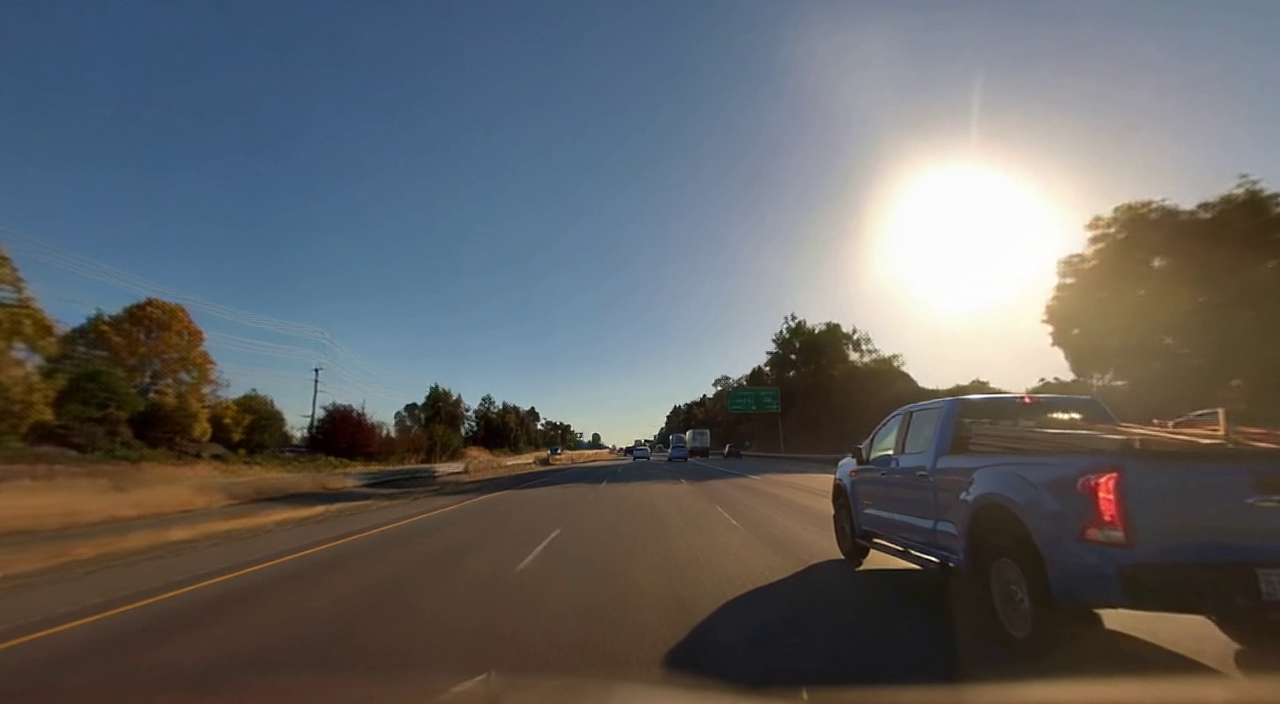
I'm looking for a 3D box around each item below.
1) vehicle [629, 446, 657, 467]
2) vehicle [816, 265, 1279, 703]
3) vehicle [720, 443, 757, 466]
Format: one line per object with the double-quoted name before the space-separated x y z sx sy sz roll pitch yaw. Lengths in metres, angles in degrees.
"vehicle" 0.238 7.820 47.343 2.030 1.473 3.926 0 -9 0
"vehicle" 3.518 1.053 5.442 2.354 2.079 5.586 0 -9 0
"vehicle" 7.683 8.033 49.616 2.189 1.704 4.521 0 -9 0
